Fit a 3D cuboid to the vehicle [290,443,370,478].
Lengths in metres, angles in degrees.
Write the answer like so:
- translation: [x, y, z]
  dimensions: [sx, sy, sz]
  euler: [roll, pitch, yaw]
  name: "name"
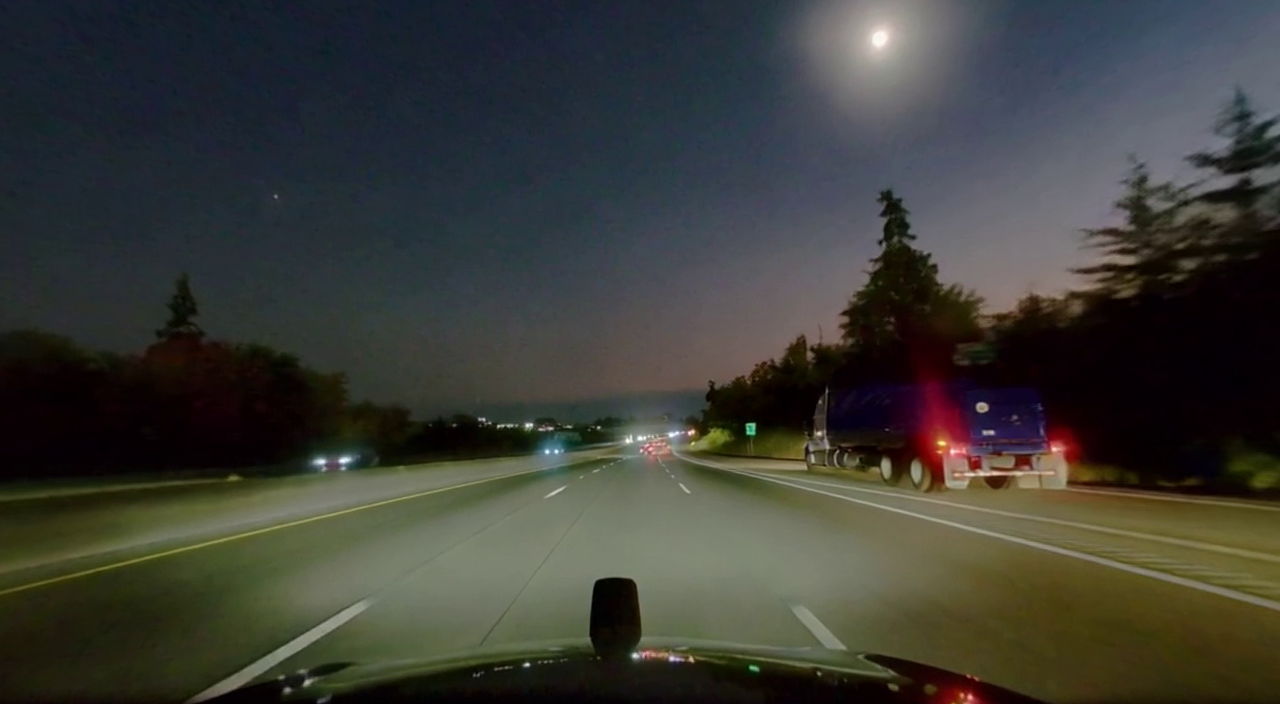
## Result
- translation: [-16.729, 5.863, 34.278]
  dimensions: [1.970, 1.694, 4.610]
  euler: [0, -8, 1]
  name: "vehicle"
